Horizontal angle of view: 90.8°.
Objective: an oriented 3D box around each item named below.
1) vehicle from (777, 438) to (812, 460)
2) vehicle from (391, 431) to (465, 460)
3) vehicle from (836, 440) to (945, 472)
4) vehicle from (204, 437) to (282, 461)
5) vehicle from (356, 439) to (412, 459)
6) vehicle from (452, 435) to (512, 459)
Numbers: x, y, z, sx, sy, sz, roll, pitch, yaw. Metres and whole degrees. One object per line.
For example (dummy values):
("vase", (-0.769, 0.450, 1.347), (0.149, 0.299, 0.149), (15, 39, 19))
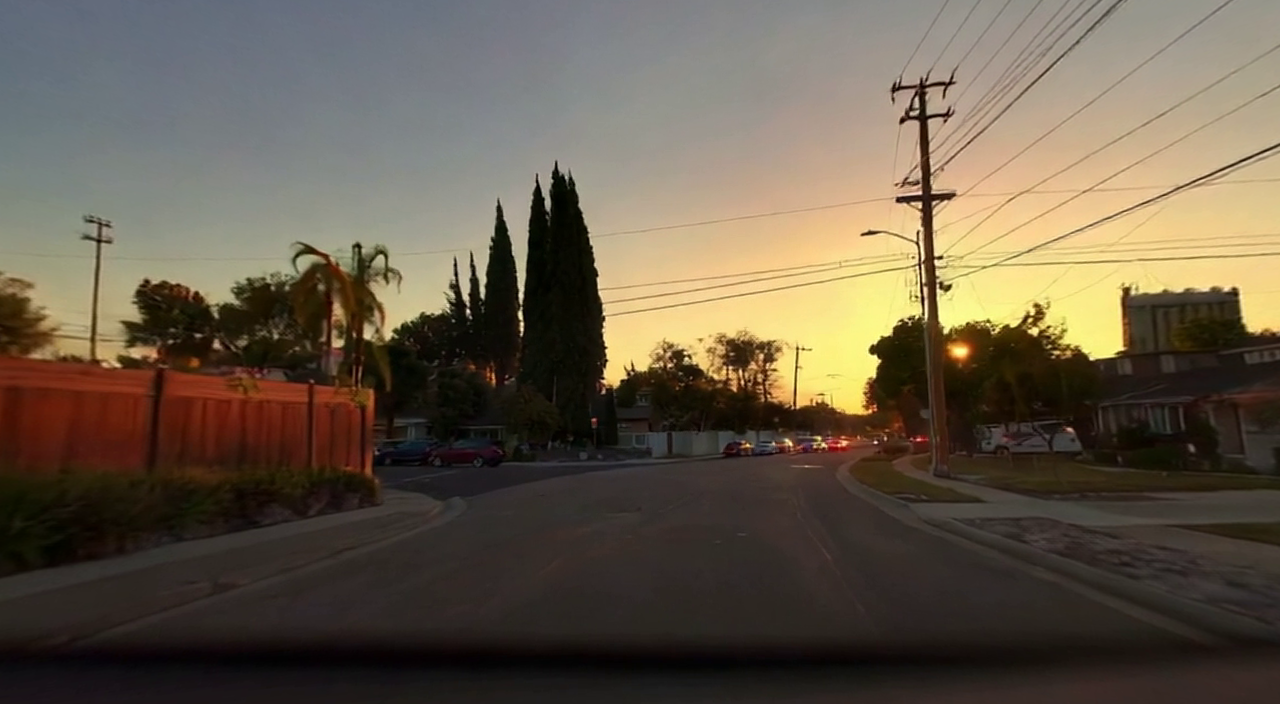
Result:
("vehicle", (12.039, 7.529, 49.061), (1.955, 1.632, 3.688), (-4, -9, 24))
("vehicle", (-15.835, 7.029, 47.537), (2.226, 2.001, 5.259), (-4, -9, 23))
("vehicle", (11.677, 4.896, 29.751), (4.531, 1.447, 1.814), (-3, -10, 15))
("vehicle", (-31.011, 7.589, 49.552), (2.035, 1.791, 4.993), (-2, -9, 15))
("vehicle", (-19.700, 7.504, 48.777), (1.770, 1.445, 3.717), (-4, -9, 23))
("vehicle", (-11.935, 7.216, 47.959), (1.902, 1.723, 4.410), (-4, -10, 27))
